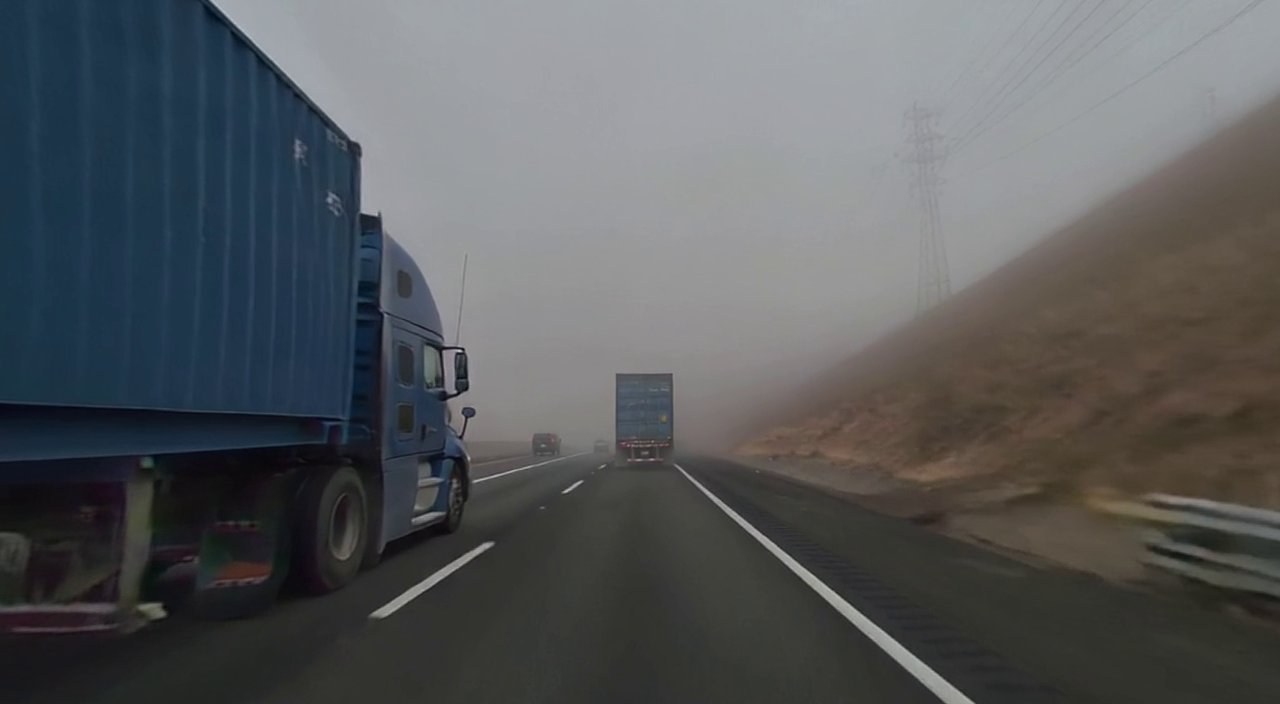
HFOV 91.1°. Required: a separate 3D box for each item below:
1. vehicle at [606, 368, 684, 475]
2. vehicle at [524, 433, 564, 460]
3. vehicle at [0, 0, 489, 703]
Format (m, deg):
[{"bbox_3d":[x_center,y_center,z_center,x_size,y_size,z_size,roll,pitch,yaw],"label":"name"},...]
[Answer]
[{"bbox_3d":[0.152,3.519,30.254,3.006,4.120,11.586,0,-8,0],"label":"vehicle"},{"bbox_3d":[-7.112,7.050,47.112,2.214,1.899,4.719,0,-8,1],"label":"vehicle"},{"bbox_3d":[-4.067,-0.128,4.423,3.314,4.224,9.816,0,-8,1],"label":"vehicle"}]
